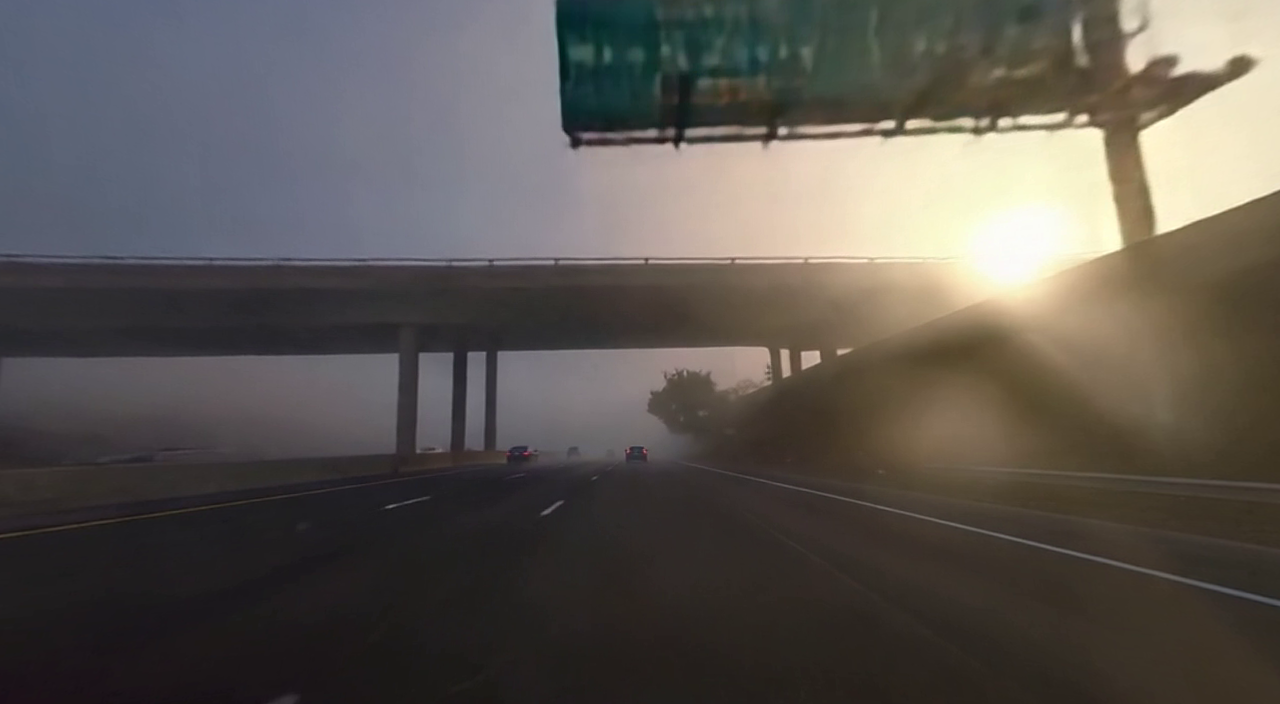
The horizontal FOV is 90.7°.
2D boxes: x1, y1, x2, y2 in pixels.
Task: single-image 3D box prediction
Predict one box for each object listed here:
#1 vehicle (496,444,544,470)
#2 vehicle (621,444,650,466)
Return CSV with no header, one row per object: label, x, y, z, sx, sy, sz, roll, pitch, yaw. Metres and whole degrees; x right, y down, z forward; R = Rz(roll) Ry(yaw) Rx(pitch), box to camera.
vehicle,-7.198,6.330,38.313,1.994,1.487,4.605,0,-9,0
vehicle,-0.369,7.581,46.775,2.086,1.472,4.168,0,-9,-2
